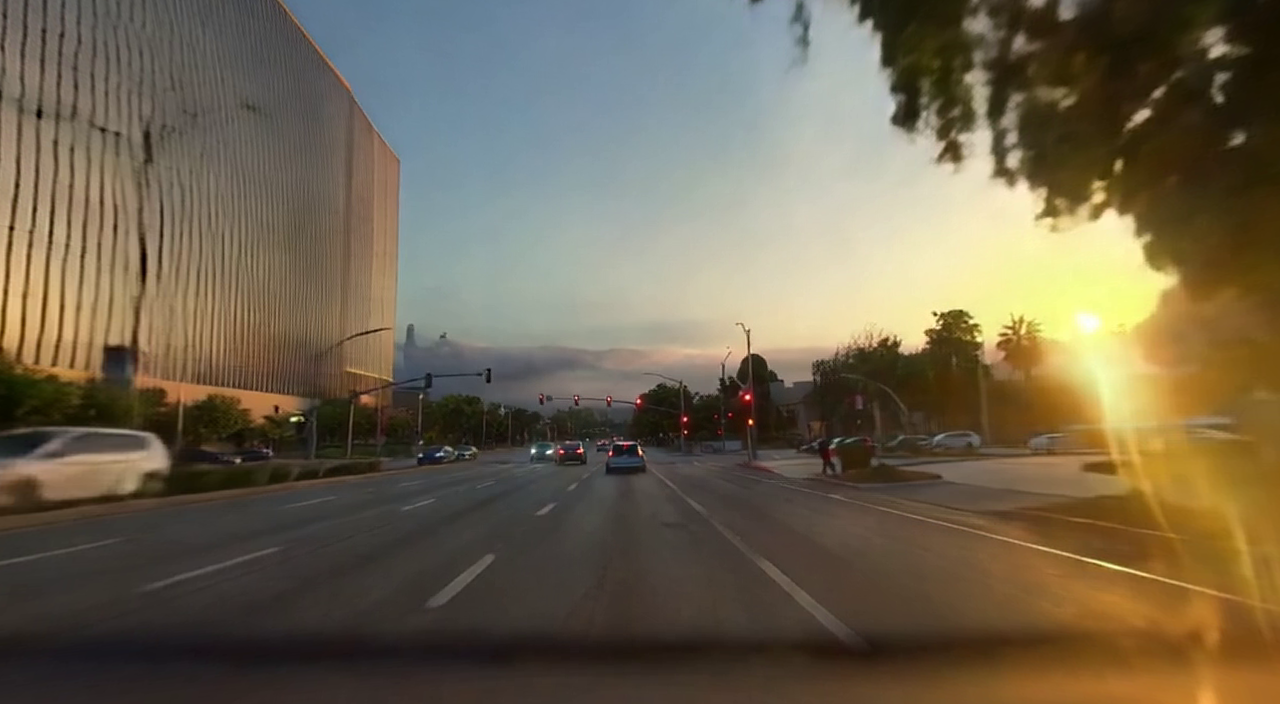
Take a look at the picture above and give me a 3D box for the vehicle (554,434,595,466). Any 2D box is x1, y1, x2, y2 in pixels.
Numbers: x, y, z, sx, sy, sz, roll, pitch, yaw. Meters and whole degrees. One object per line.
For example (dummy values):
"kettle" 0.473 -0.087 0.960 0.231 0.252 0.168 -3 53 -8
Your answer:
"vehicle" -3.912 5.964 38.485 2.001 1.784 4.483 0 -8 0

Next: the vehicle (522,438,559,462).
"vehicle" -7.055 6.994 45.186 1.937 1.659 4.259 0 -8 1

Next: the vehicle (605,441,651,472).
"vehicle" -0.612 4.971 30.290 2.050 1.385 4.096 0 -8 -2

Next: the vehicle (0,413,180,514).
"vehicle" -14.998 2.621 15.081 2.680 2.131 6.995 0 -8 1

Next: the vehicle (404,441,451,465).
"vehicle" -15.676 7.454 46.833 1.890 1.638 4.462 0 -8 0
